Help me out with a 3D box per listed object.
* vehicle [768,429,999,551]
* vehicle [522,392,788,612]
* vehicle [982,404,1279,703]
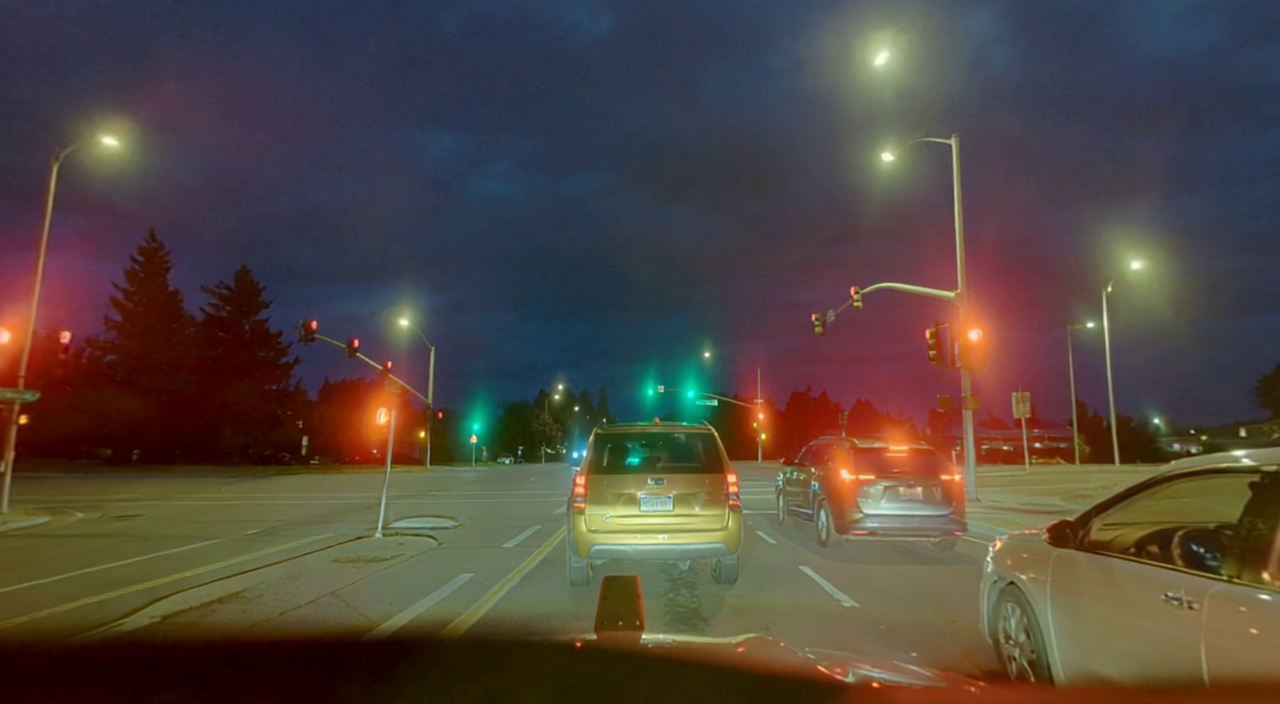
[{"bbox_3d":[3.483,2.039,10.054,1.861,1.495,4.215,0,-8,-2],"label":"vehicle"},{"bbox_3d":[0.116,1.562,7.507,2.170,1.793,4.468,0,-8,0],"label":"vehicle"},{"bbox_3d":[3.152,0.858,1.750,1.924,1.466,4.461,0,-8,0],"label":"vehicle"}]
